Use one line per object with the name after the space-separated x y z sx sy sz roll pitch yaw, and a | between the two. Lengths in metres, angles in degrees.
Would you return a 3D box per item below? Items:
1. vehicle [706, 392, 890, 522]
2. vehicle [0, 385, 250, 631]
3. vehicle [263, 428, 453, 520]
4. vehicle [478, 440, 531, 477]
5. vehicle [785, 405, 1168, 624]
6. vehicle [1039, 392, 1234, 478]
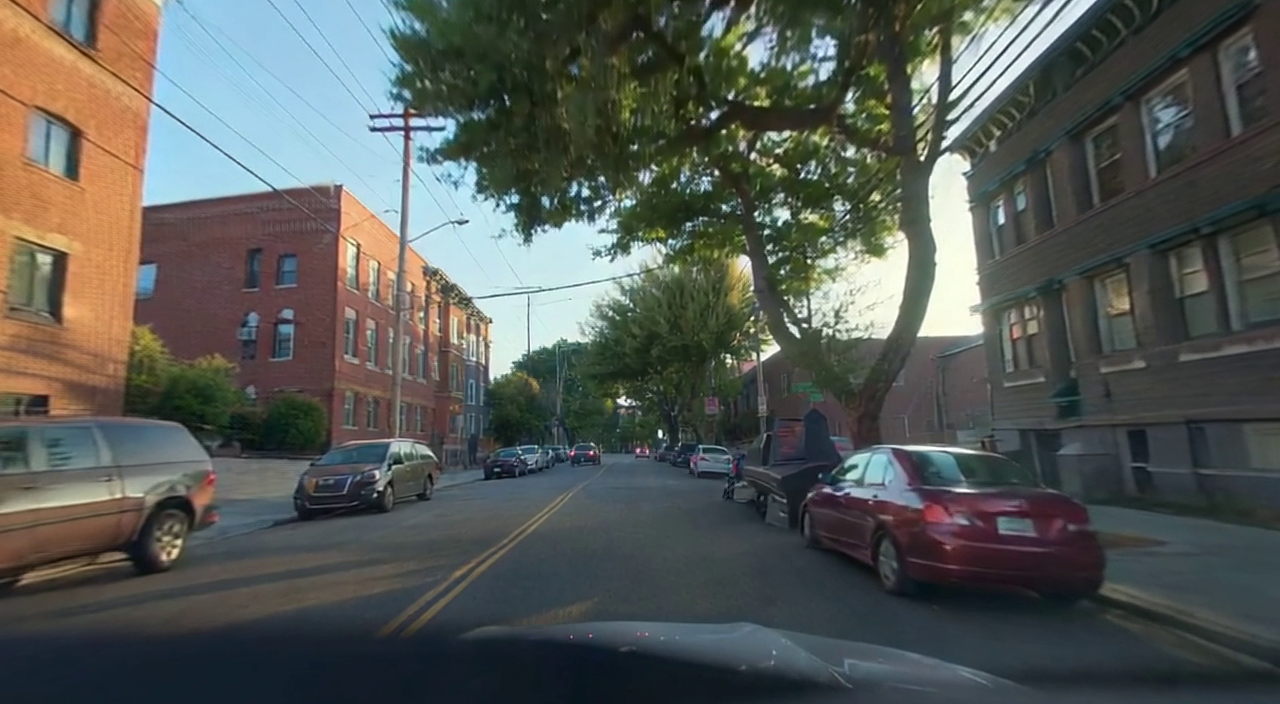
3.027 2.229 13.841 2.480 2.230 5.704 0 -8 -1 | vehicle
-6.694 1.435 6.012 2.235 2.119 6.061 0 -8 -2 | vehicle
-6.789 2.990 16.204 2.259 1.899 5.643 0 -8 0 | vehicle
-7.019 5.563 33.292 1.930 1.756 4.955 0 -8 -3 | vehicle
3.086 1.550 6.974 1.896 1.675 4.000 0 -8 -2 | vehicle
14.868 2.536 19.125 4.234 1.965 2.025 7 -9 2 | vehicle
